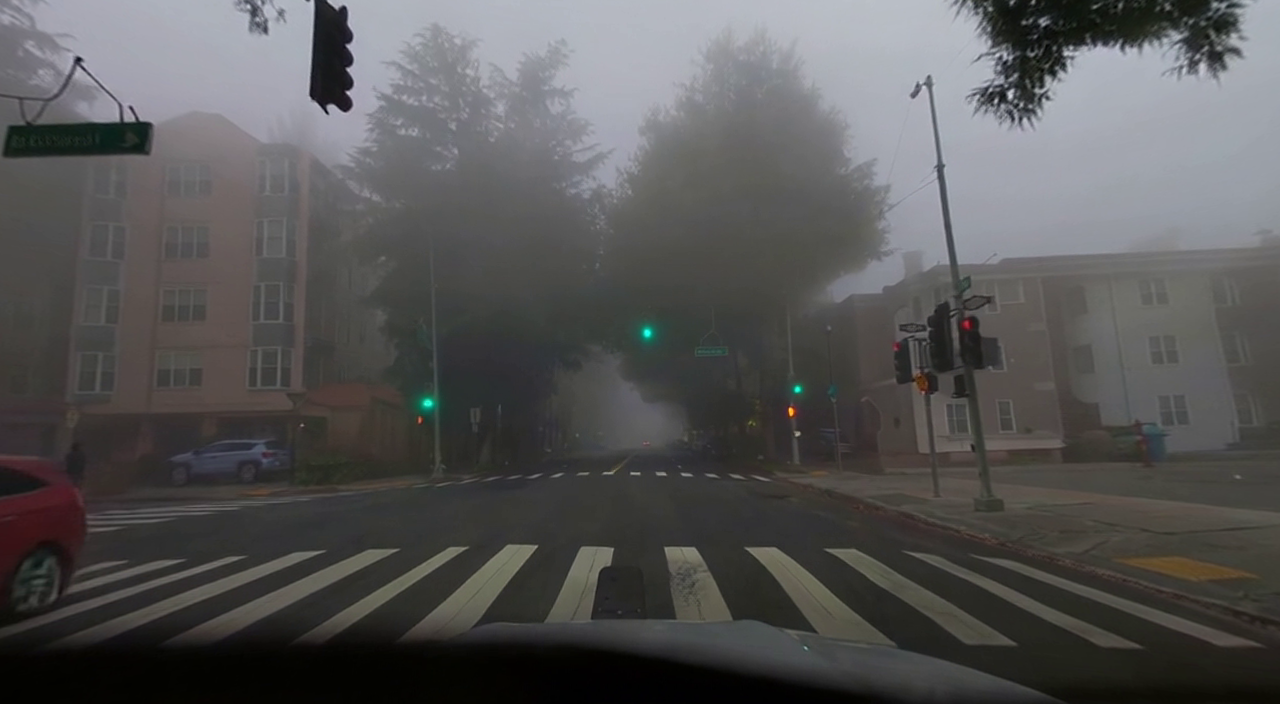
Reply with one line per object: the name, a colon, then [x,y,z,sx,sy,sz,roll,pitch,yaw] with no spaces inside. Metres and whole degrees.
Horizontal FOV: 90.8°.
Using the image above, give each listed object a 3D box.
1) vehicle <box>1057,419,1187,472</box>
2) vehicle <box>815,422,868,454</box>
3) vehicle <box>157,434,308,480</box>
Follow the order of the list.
vehicle: [17.105,3.374,22.709,2.013,1.722,4.007,-2,-9,10]
vehicle: [11.528,4.986,36.447,1.950,1.714,4.245,-1,-9,5]
vehicle: [-18.997,4.897,29.672,5.468,1.854,2.283,-2,-8,-4]
